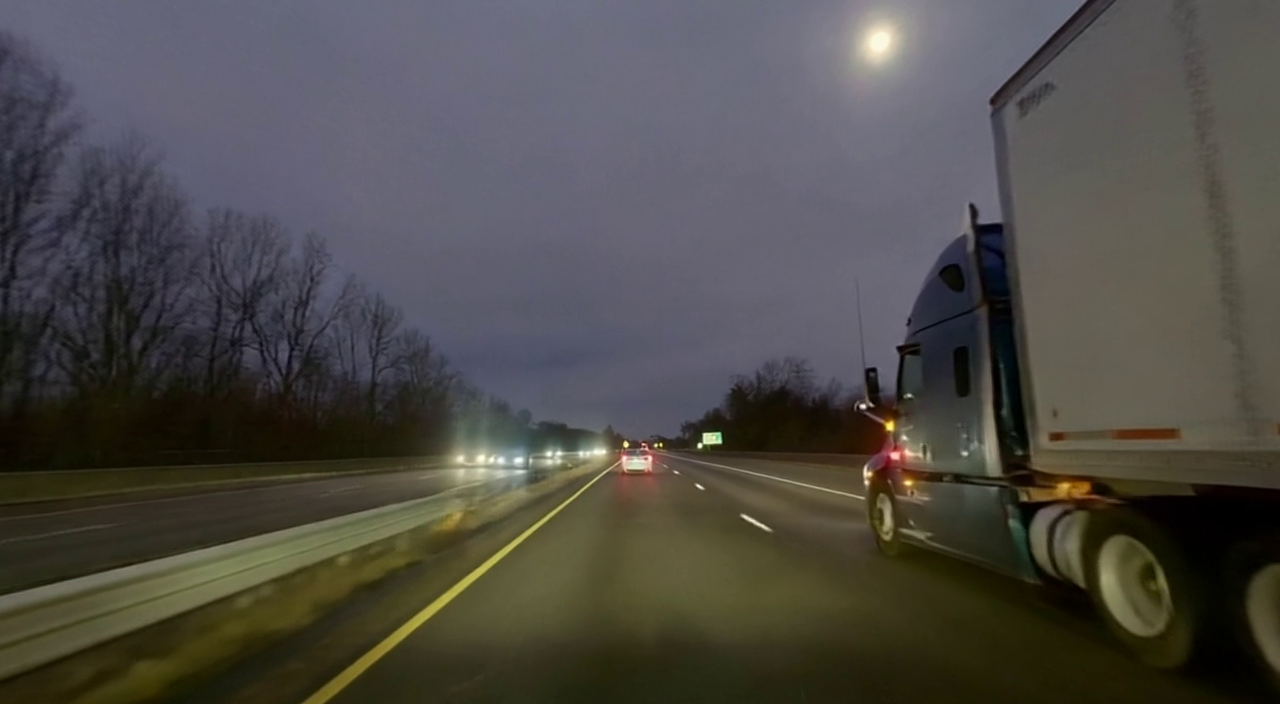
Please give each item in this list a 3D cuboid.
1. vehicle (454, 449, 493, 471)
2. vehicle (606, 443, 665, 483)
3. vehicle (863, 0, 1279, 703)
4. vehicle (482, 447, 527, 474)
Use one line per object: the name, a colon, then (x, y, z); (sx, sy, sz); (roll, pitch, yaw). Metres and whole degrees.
vehicle: (-12.973, 8.425, 49.154); (1.906, 1.607, 4.230); (0, -9, -1)
vehicle: (-0.212, 4.554, 25.987); (2.244, 1.506, 4.097); (0, -9, -1)
vehicle: (4.372, 0.049, 4.197); (3.351, 3.699, 5.995); (0, -9, -1)
vehicle: (-8.799, 7.050, 41.023); (1.957, 1.603, 4.476); (0, -9, 0)
